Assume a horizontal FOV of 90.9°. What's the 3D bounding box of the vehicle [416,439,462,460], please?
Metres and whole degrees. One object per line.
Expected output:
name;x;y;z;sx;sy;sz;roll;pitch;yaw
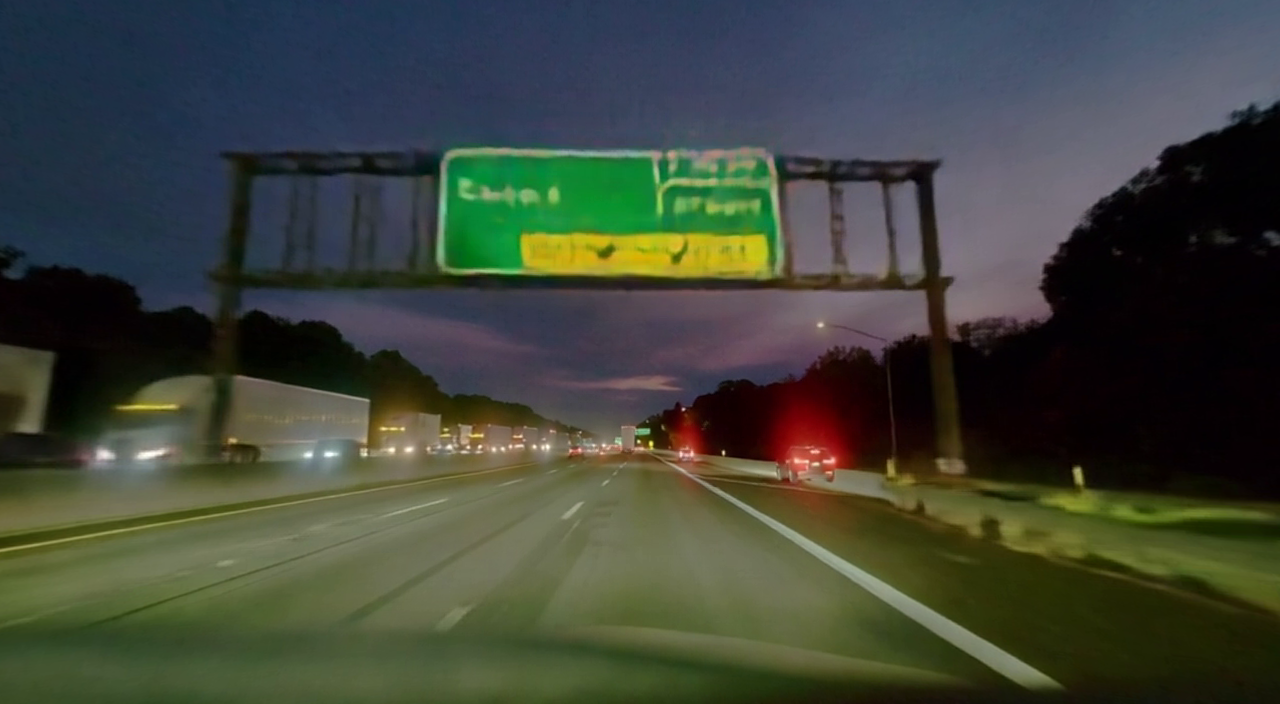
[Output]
vehicle;-14.228;6.950;44.904;1.879;1.444;4.337;0;-9;-1

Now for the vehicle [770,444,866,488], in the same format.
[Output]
vehicle;7.572;4.881;27.325;2.080;1.725;4.252;2;-9;-14

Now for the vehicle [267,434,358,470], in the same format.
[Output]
vehicle;-14.266;4.390;27.733;1.873;1.432;3.960;0;-9;-1

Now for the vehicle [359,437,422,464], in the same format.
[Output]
vehicle;-14.666;5.842;37.318;1.935;1.462;4.396;0;-9;-1

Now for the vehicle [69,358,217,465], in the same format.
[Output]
vehicle;-18.651;2.311;23.907;2.989;3.823;2.790;0;-9;-1

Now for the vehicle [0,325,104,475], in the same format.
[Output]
vehicle;-18.619;0.655;12.891;2.787;3.985;14.192;0;-9;0
